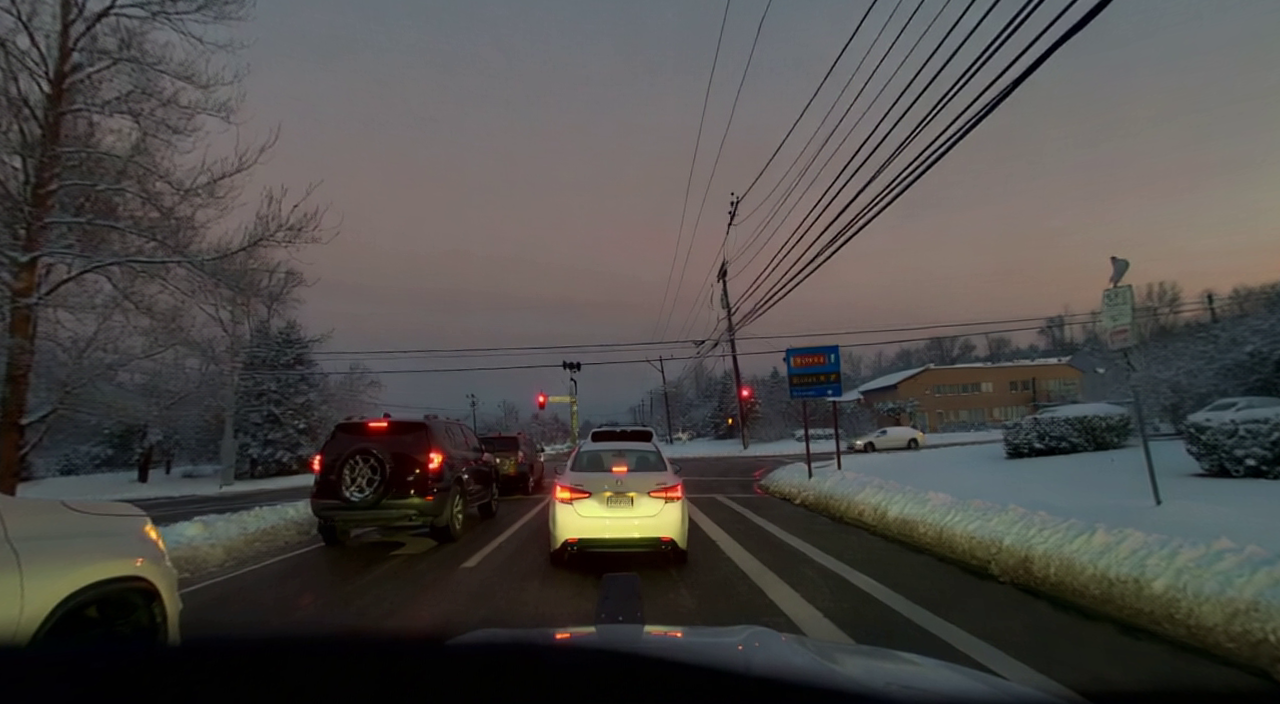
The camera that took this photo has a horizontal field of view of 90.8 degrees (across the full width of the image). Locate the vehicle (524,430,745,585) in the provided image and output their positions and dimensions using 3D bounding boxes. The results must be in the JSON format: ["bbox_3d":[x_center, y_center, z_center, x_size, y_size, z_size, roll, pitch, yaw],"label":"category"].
[{"bbox_3d":[-0.099,1.801,8.146,2.121,1.474,3.968,0,-8,-1],"label":"vehicle"}]

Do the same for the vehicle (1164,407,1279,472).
[{"bbox_3d":[17.018,2.549,18.285,1.858,1.622,4.491,-5,-10,28],"label":"vehicle"}]

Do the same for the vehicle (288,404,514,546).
[{"bbox_3d":[-3.847,2.087,11.371,2.147,1.963,4.927,0,-8,0],"label":"vehicle"}]

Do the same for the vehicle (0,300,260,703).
[{"bbox_3d":[-3.588,0.633,1.533,2.085,1.943,5.053,0,-8,1],"label":"vehicle"}]

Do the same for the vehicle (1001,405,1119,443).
[{"bbox_3d":[26.833,4.643,40.518,5.782,2.286,2.223,-1,-9,4],"label":"vehicle"}]
